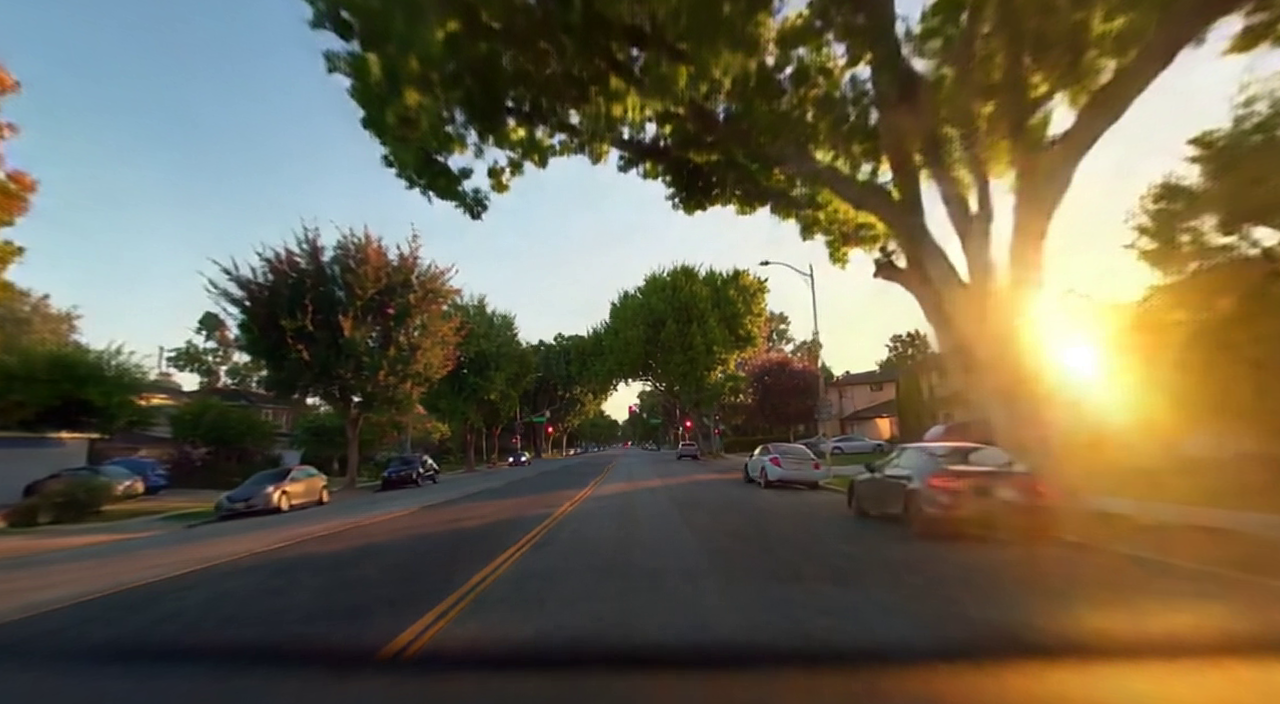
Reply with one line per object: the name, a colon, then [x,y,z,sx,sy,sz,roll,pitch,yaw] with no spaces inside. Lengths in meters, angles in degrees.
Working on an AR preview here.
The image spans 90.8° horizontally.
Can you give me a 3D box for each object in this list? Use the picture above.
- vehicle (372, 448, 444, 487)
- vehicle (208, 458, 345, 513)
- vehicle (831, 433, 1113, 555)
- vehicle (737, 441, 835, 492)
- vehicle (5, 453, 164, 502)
vehicle: [-11.464,5.683,31.539,1.977,1.753,4.278,0,-8,0]
vehicle: [-11.431,4.194,20.249,1.867,1.471,4.139,0,-8,1]
vehicle: [4.678,2.035,9.840,2.010,1.461,4.247,0,-8,-1]
vehicle: [4.506,3.586,20.240,2.063,1.444,4.217,0,-8,-1]
vehicle: [-19.958,4.509,22.830,3.932,1.641,1.819,0,-8,-1]
